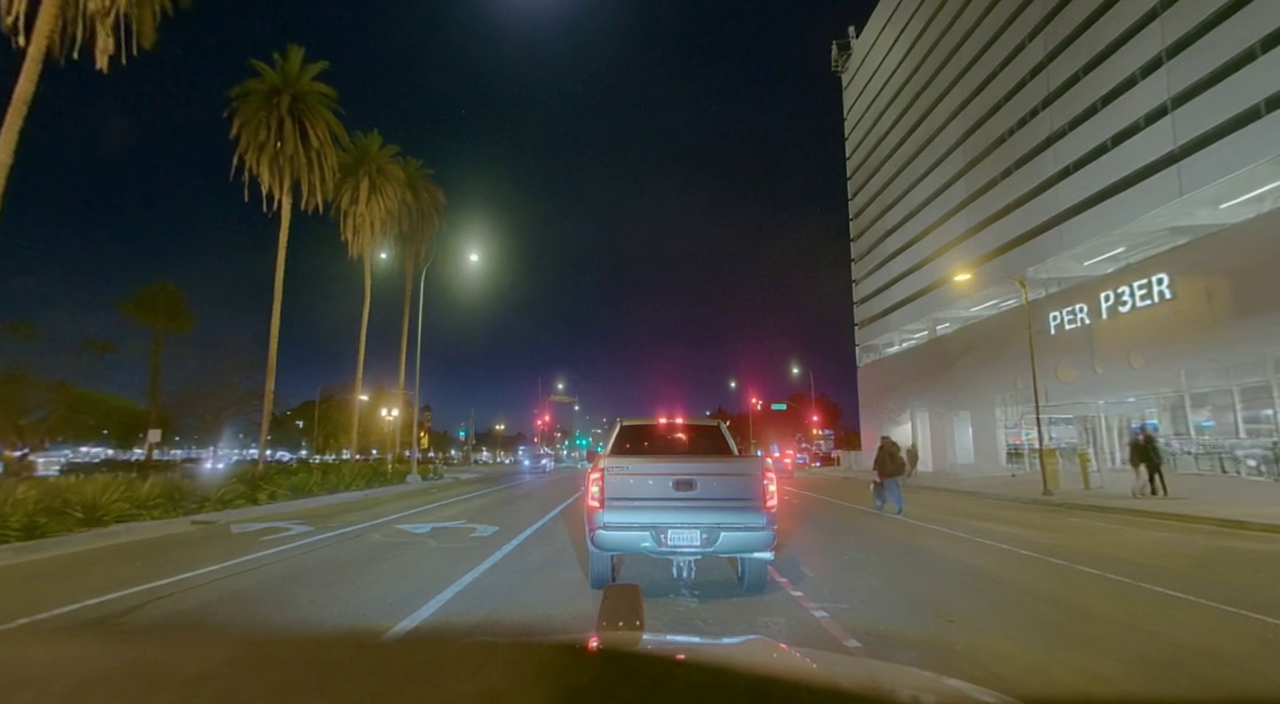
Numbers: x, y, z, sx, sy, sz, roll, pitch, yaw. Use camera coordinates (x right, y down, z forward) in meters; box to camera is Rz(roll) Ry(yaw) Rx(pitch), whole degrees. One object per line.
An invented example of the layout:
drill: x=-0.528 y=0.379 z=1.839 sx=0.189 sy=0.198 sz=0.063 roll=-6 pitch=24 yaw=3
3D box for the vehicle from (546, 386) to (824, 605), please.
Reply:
vehicle: x=0.404 y=1.591 z=7.981 sx=2.311 sy=1.819 sz=5.255 roll=0 pitch=-8 yaw=1

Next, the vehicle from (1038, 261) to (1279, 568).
vehicle: x=7.907 y=0.880 z=8.603 sx=2.666 sy=3.345 sz=3.622 roll=-1 pitch=-9 yaw=7
